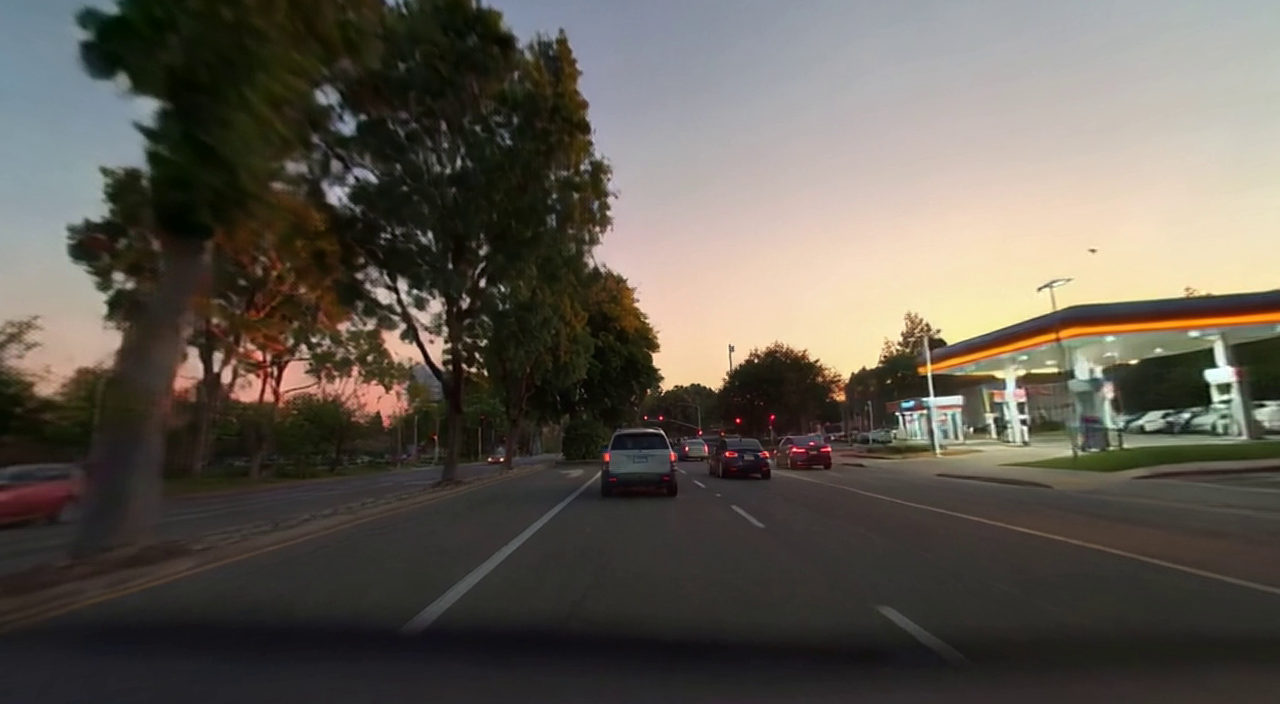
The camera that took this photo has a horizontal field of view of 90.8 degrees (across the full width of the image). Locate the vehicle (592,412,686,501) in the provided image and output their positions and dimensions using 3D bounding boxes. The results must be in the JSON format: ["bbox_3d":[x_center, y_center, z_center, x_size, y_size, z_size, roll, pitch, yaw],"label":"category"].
[{"bbox_3d":[-0.083,2.640,16.250,2.038,1.917,4.900,0,-9,-1],"label":"vehicle"}]

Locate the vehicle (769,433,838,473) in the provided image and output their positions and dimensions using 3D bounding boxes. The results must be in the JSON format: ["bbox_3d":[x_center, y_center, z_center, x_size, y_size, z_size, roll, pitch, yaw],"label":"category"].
[{"bbox_3d":[6.994,4.361,27.421,1.793,1.585,4.130,0,-9,-1],"label":"vehicle"}]

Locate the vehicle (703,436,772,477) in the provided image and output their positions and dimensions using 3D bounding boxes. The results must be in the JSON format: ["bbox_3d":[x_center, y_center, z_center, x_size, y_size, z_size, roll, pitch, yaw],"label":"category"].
[{"bbox_3d":[3.803,4.141,25.327,1.940,1.474,4.234,0,-9,-2],"label":"vehicle"}]

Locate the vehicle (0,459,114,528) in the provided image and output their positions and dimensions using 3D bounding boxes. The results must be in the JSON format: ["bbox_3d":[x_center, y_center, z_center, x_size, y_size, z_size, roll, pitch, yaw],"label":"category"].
[{"bbox_3d":[-15.557,3.405,15.254,1.914,1.496,4.361,-1,-9,1],"label":"vehicle"}]
